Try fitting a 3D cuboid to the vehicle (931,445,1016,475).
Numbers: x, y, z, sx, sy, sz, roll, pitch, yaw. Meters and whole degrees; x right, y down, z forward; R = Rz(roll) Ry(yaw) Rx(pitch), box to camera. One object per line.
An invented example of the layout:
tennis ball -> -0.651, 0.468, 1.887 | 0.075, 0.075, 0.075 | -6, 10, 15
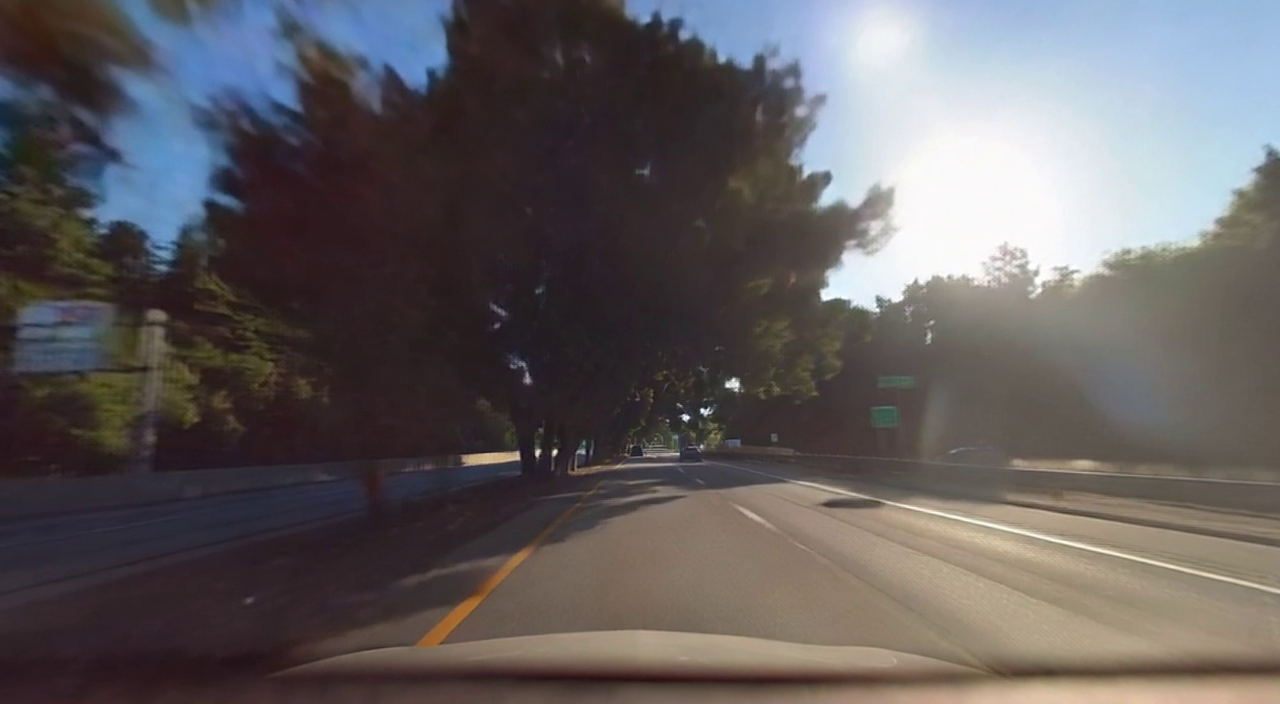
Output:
vehicle -> 16.489, 5.362, 31.375 | 1.926, 1.386, 3.719 | 1, -9, -6
